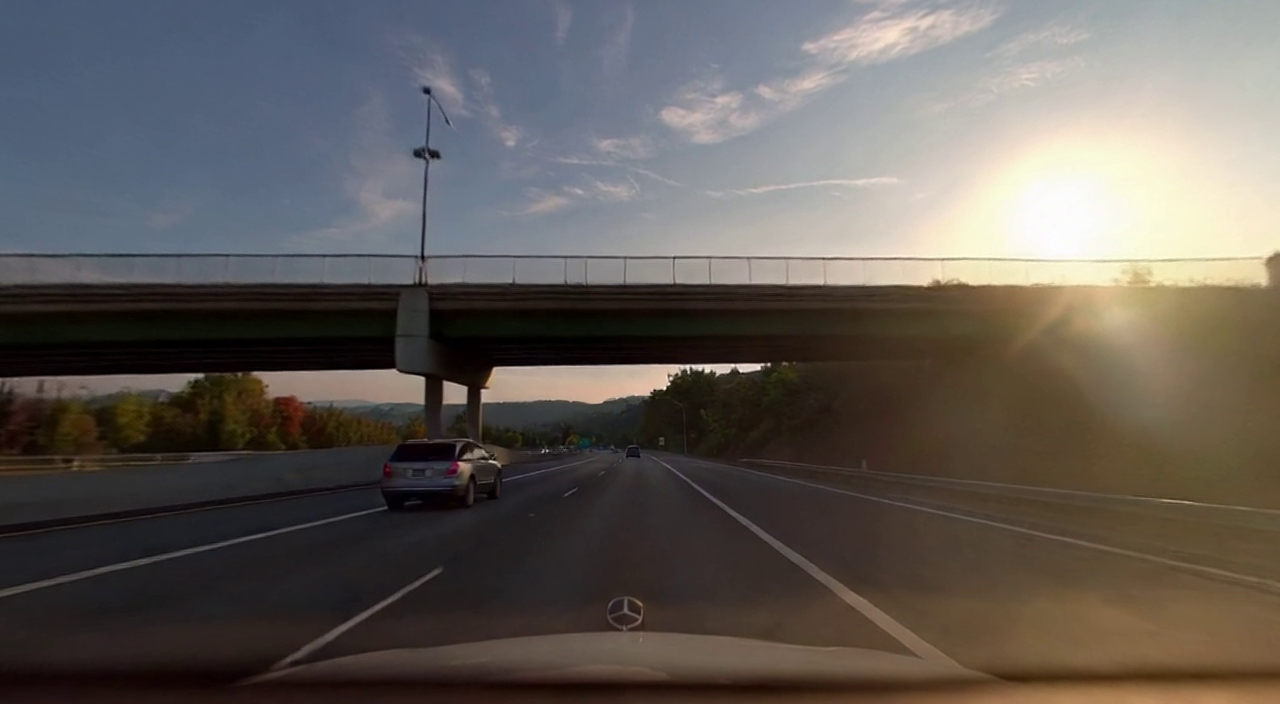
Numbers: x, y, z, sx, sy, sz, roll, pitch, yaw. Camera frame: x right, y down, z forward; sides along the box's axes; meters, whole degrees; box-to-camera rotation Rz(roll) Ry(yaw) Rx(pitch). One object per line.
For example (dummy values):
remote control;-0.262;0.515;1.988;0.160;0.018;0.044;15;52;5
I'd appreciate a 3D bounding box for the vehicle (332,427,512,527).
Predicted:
vehicle;-4.388;2.605;13.708;2.221;1.750;4.706;0;-9;0
